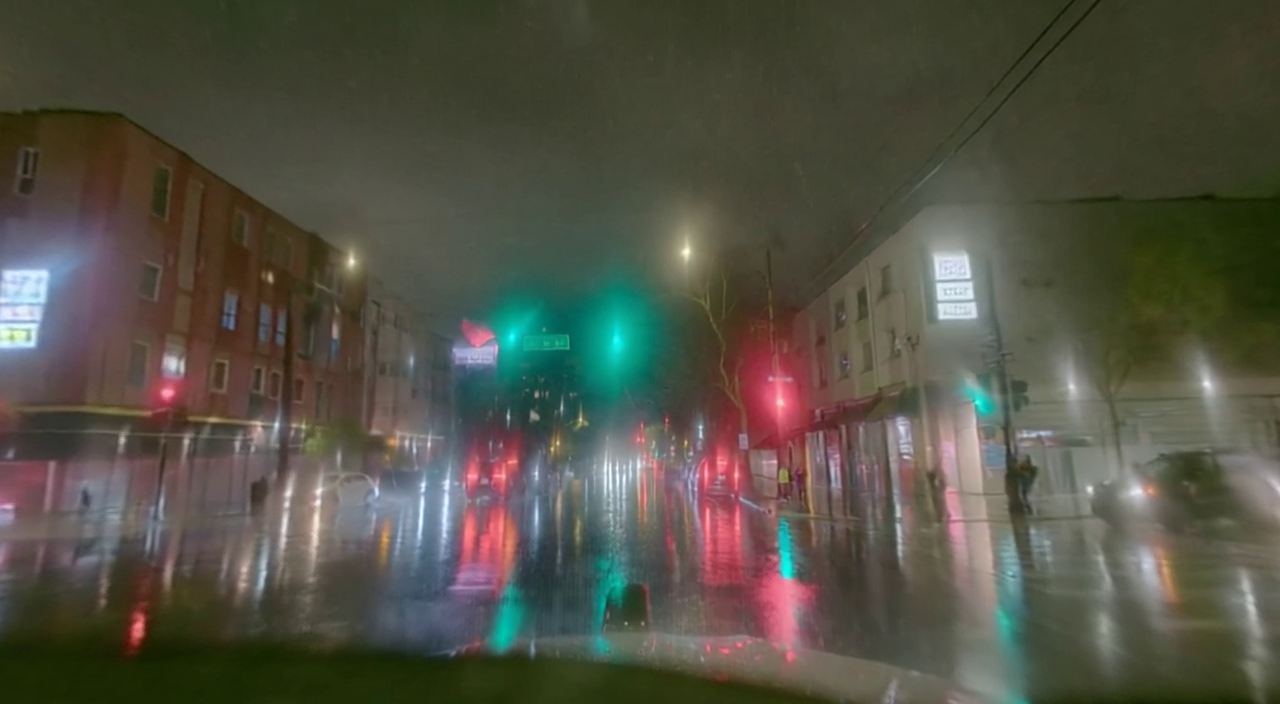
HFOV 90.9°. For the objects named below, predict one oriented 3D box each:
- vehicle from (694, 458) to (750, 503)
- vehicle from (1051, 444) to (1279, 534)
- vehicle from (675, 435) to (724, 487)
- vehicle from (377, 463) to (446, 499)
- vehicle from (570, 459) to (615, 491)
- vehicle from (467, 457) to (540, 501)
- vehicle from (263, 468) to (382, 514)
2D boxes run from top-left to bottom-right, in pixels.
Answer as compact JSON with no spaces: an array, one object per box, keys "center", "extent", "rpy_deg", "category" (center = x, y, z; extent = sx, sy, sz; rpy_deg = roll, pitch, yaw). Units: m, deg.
[{"center":[3.616,5.737,28.470],"extent":[1.924,1.765,3.954],"rpy_deg":[0,-8,-1],"category":"vehicle"},{"center":[11.350,2.763,13.017],"extent":[4.288,1.689,1.909],"rpy_deg":[0,-9,2],"category":"vehicle"},{"center":[4.241,7.944,46.518],"extent":[2.989,3.455,7.975],"rpy_deg":[0,-8,1],"category":"vehicle"},{"center":[-11.733,6.615,32.604],"extent":[1.933,1.628,3.973],"rpy_deg":[0,-8,2],"category":"vehicle"},{"center":[-2.460,6.493,33.393],"extent":[1.973,1.496,3.713],"rpy_deg":[0,-8,2],"category":"vehicle"},{"center":[-5.594,5.250,26.392],"extent":[1.942,1.559,4.298],"rpy_deg":[0,-8,2],"category":"vehicle"},{"center":[-12.158,5.324,24.544],"extent":[1.934,1.434,4.636],"rpy_deg":[-1,-8,4],"category":"vehicle"}]
